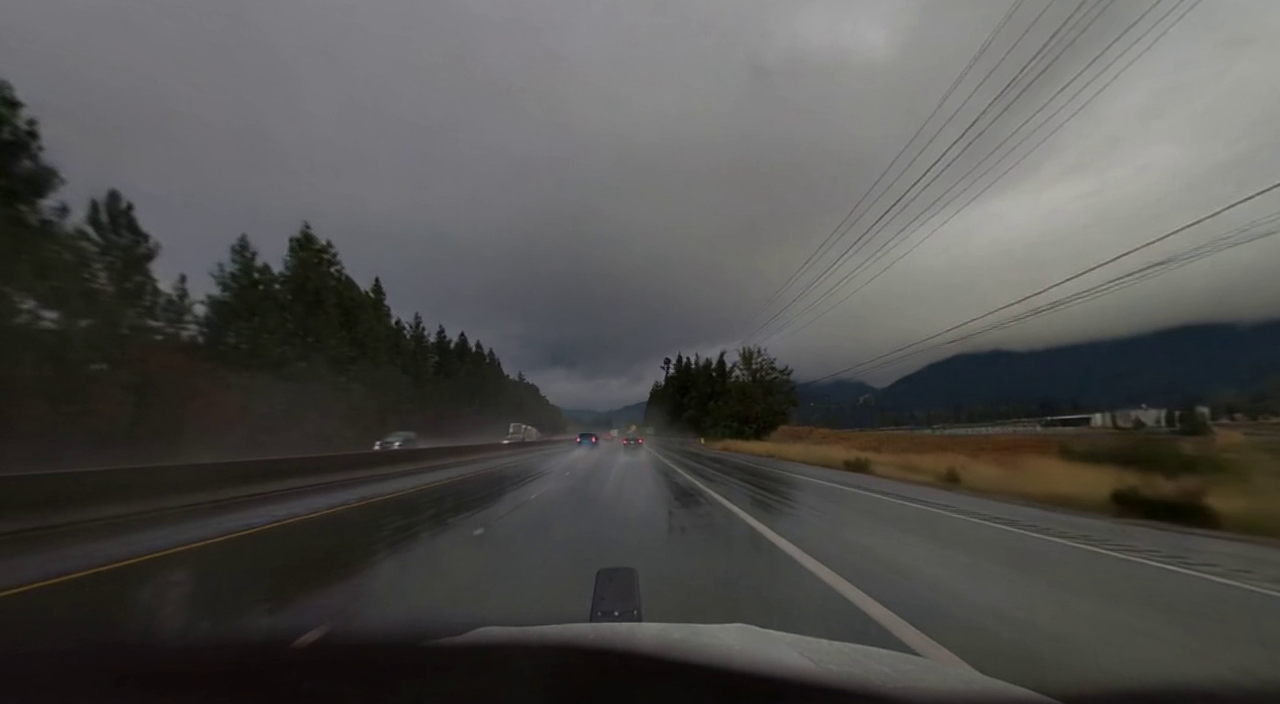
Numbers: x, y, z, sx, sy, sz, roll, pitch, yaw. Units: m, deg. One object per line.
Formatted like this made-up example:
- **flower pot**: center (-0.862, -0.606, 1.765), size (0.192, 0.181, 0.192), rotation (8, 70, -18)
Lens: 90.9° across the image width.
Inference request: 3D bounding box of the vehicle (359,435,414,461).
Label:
- **vehicle**: center (-17.749, 6.737, 44.374), size (1.963, 1.688, 4.677), rotation (0, -8, 0)

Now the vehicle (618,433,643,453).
- **vehicle**: center (-0.781, 7.095, 49.090), size (1.890, 1.472, 3.716), rotation (0, -8, -2)
